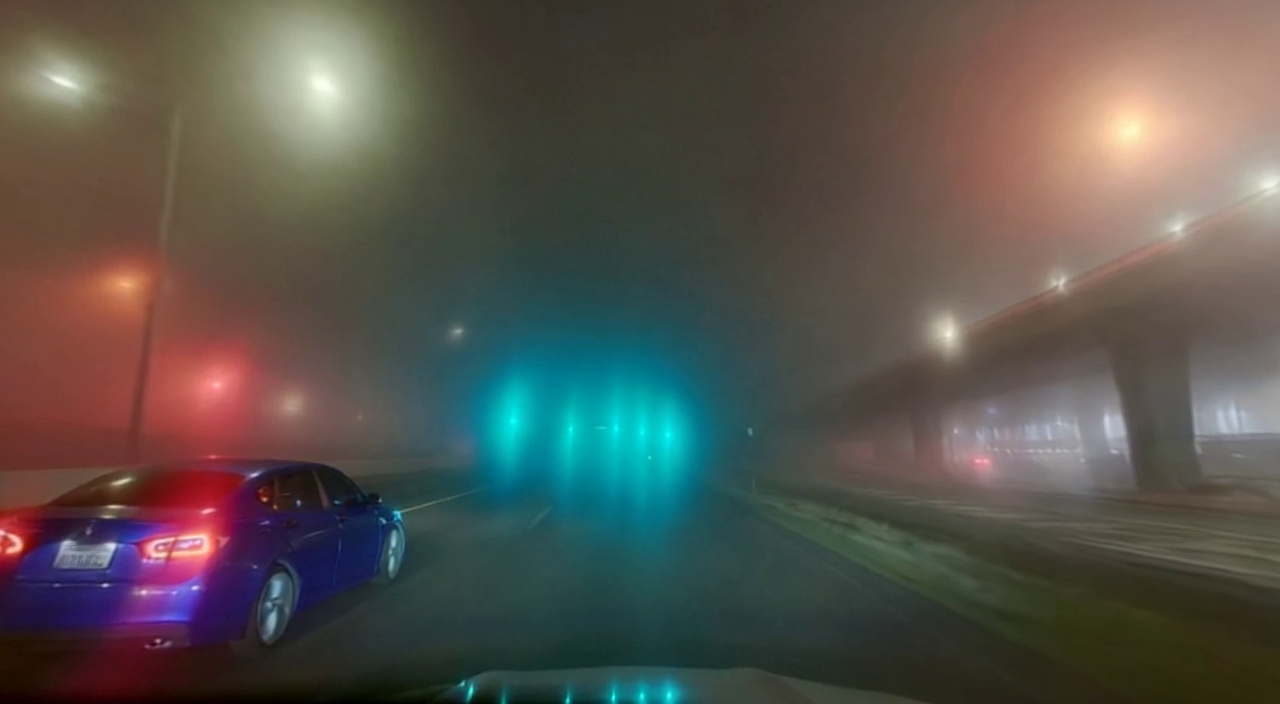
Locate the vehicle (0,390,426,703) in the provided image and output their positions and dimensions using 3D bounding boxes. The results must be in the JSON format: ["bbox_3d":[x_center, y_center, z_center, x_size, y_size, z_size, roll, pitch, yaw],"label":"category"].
[{"bbox_3d":[-3.107,1.166,3.927,2.041,1.470,4.290,0,-9,0],"label":"vehicle"}]
